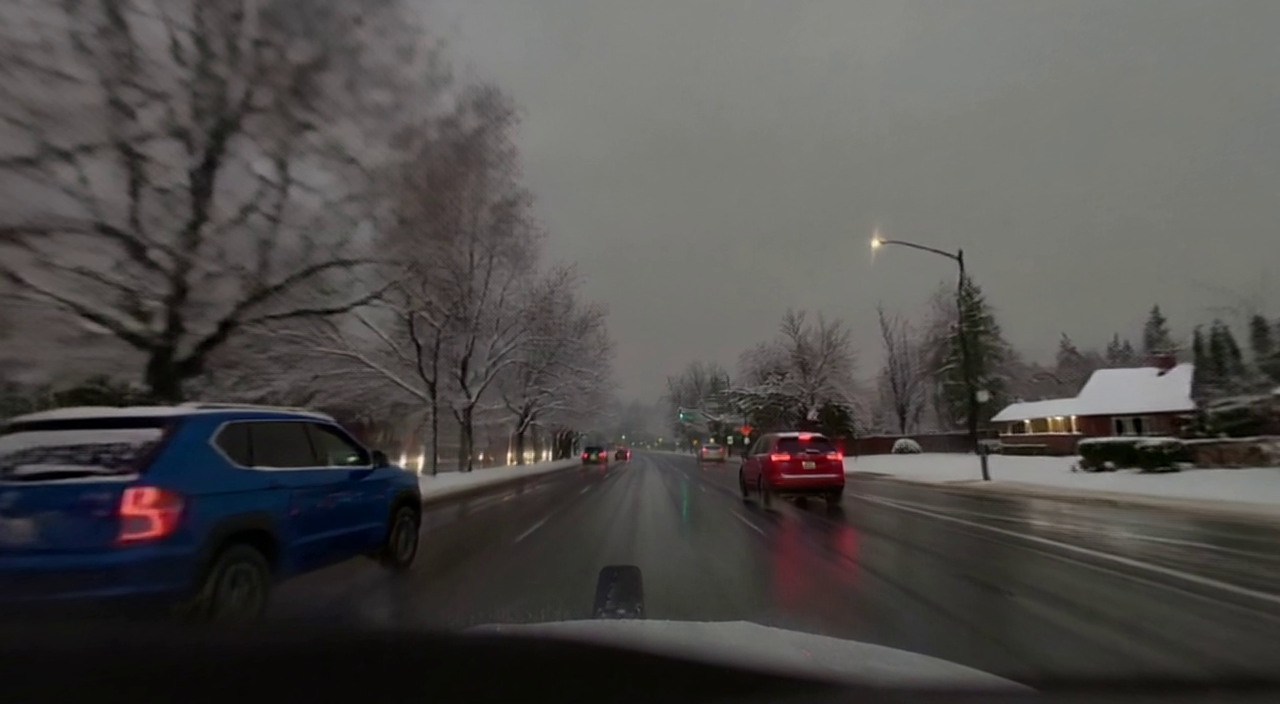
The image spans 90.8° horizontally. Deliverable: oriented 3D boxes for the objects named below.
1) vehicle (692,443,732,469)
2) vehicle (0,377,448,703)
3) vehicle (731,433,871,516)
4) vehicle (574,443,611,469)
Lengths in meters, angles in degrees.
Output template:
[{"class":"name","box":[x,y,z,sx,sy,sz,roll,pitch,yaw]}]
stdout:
[{"class":"vehicle","box":[4.850,6.999,42.845,2.169,1.669,4.037,0,-8,-1]},{"class":"vehicle","box":[-3.467,1.313,5.656,2.045,1.688,4.632,0,-8,0]},{"class":"vehicle","box":[3.564,2.800,14.997,2.132,1.659,4.387,0,-8,0]},{"class":"vehicle","box":[-2.993,6.632,40.445,1.988,1.569,4.202,0,-8,1]}]
